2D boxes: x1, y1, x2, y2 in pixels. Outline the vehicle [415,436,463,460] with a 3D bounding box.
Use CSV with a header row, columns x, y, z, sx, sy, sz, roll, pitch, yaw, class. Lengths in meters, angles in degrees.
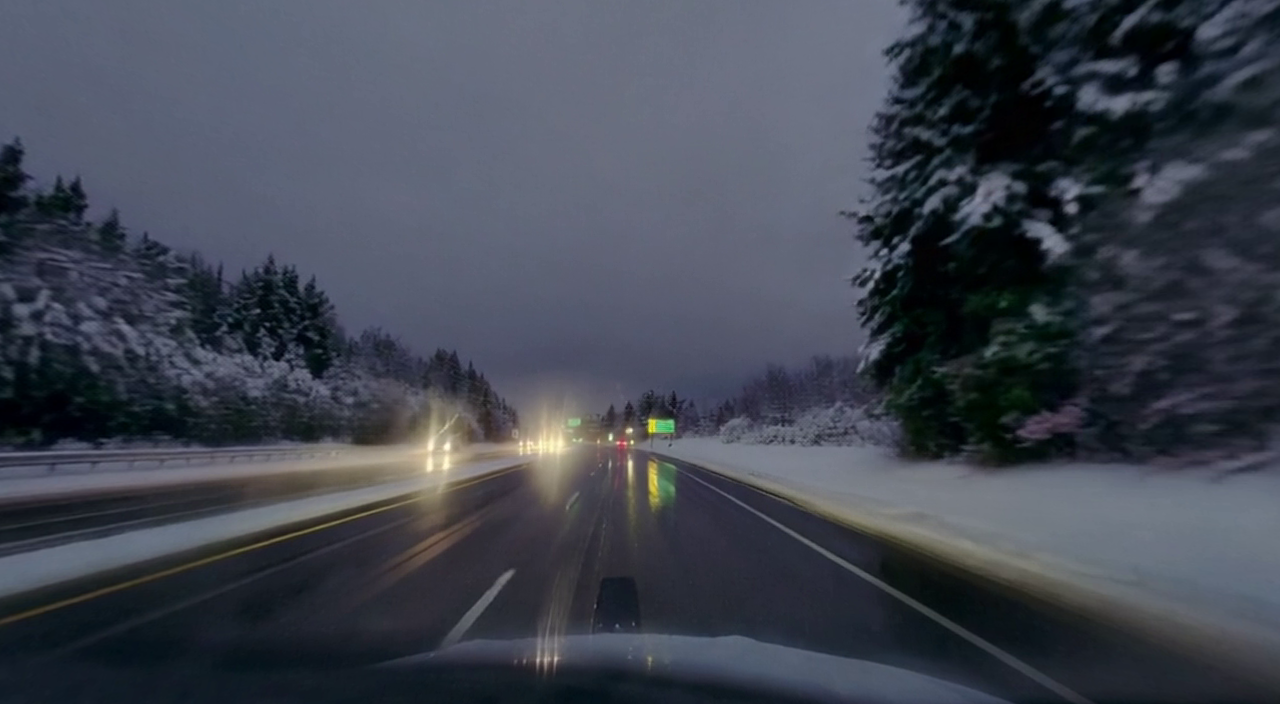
x,y,z,sx,sy,sz,roll,pitch,yaw,class
-13.590,6.485,42.794,1.972,1.503,3.935,0,-8,0,vehicle
